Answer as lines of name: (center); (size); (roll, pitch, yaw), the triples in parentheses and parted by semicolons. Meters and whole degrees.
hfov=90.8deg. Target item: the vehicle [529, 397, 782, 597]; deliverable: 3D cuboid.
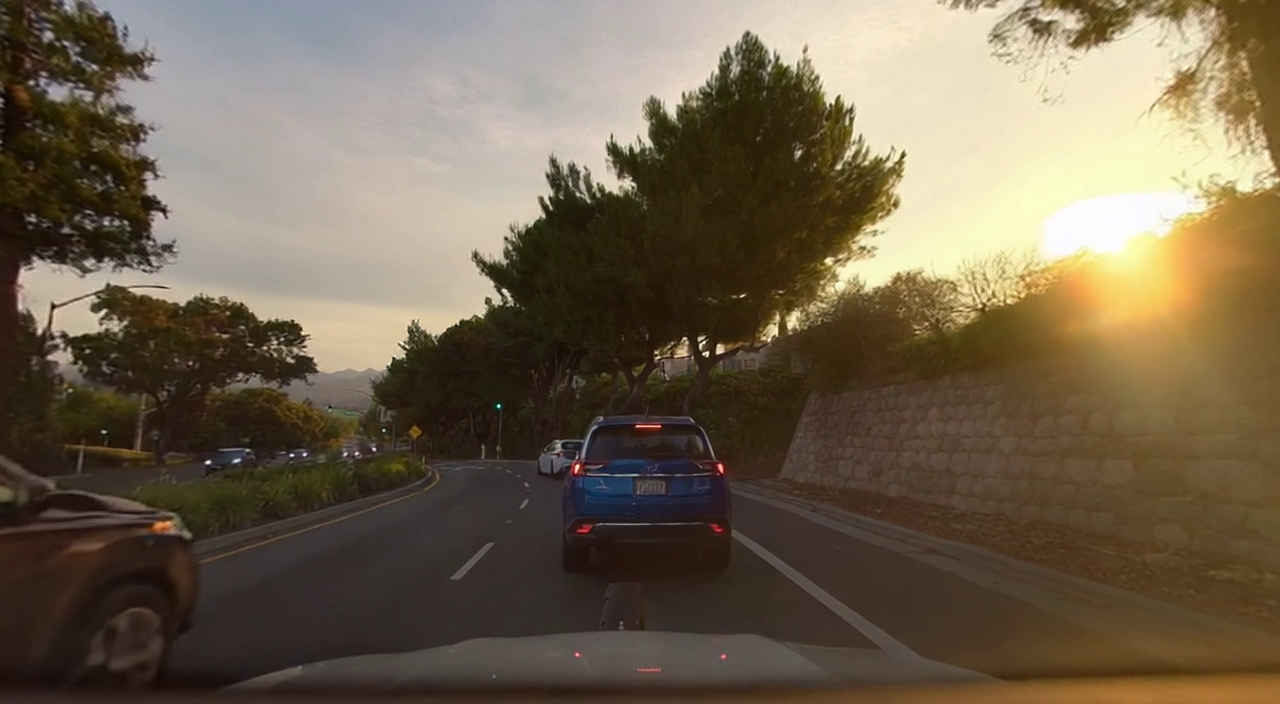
vehicle: (-0.026, 1.611, 7.908); (2.287, 1.762, 4.269); (1, -8, -5)

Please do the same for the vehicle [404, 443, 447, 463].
vehicle: (-16.987, 7.981, 49.918); (2.023, 1.474, 4.286); (6, -10, -34)

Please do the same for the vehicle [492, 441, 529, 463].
vehicle: (-9.406, 7.213, 45.580); (1.837, 1.483, 4.559); (3, -9, -21)

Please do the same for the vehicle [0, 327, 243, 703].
vehicle: (-3.286, 0.656, 1.355); (2.205, 1.716, 4.448); (1, -8, -4)
